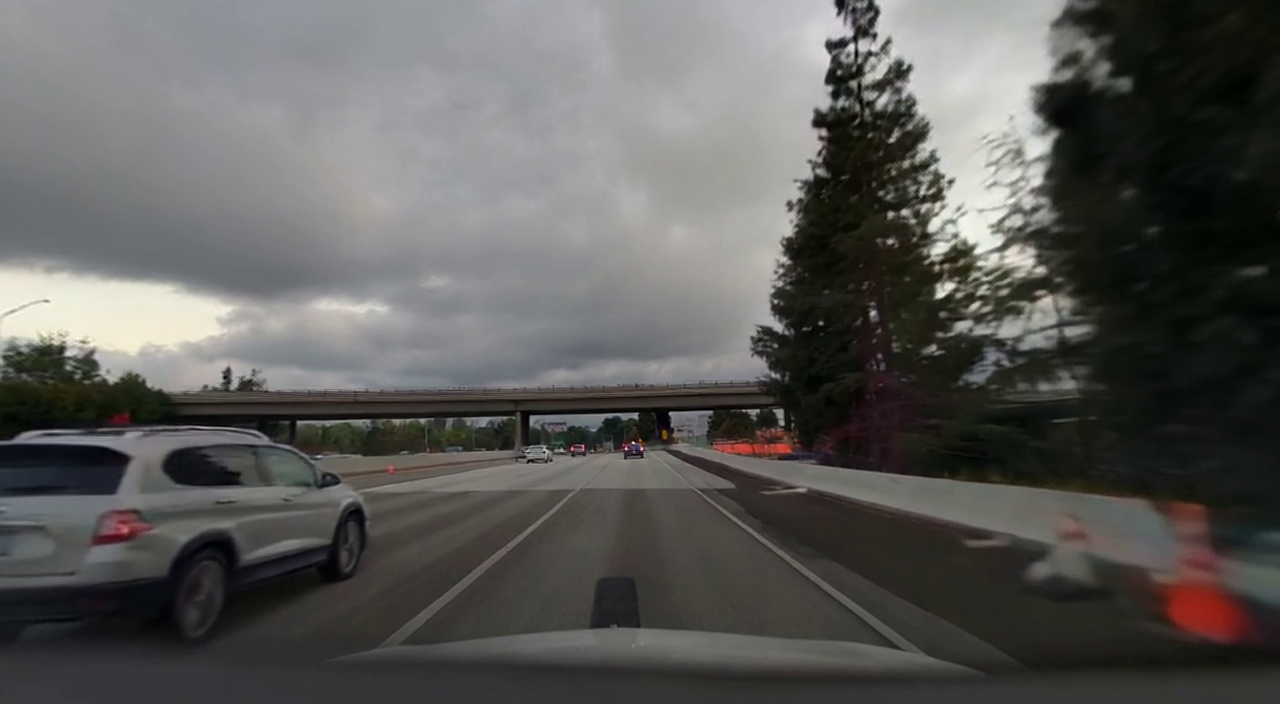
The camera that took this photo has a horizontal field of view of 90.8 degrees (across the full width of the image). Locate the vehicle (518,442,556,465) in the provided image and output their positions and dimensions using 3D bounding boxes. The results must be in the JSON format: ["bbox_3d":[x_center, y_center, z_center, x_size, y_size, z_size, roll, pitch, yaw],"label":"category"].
[{"bbox_3d":[-7.721,7.654,47.664,2.128,1.604,4.279,0,-9,0],"label":"vehicle"}]

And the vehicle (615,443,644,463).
[{"bbox_3d":[-0.776,7.496,46.973,2.051,1.459,4.092,0,-9,-1],"label":"vehicle"}]

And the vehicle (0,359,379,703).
[{"bbox_3d":[-3.554,1.094,4.008,2.024,1.655,4.192,0,-9,-1],"label":"vehicle"}]
